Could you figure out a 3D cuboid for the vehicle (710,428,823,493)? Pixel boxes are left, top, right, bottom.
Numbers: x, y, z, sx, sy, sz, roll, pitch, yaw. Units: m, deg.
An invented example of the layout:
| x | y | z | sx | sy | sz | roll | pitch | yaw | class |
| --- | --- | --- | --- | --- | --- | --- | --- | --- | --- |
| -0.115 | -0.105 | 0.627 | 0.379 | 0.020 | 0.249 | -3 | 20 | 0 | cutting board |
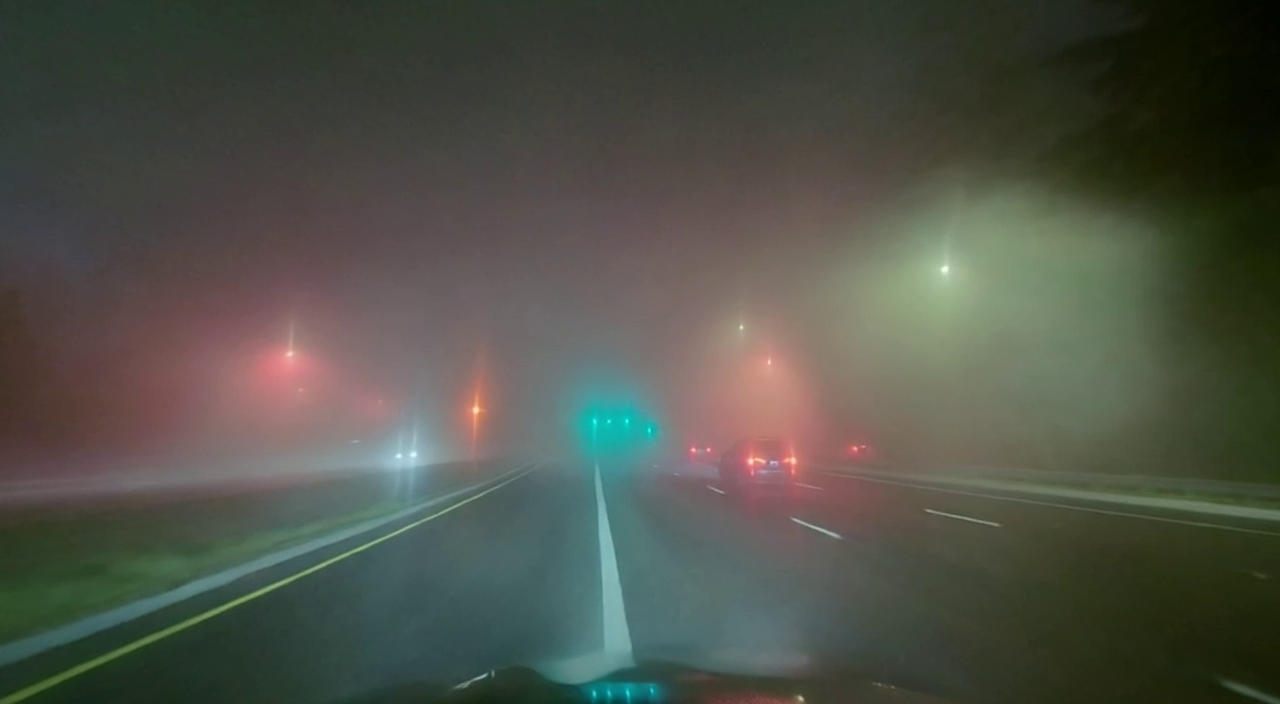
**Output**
| x | y | z | sx | sy | sz | roll | pitch | yaw | class |
| --- | --- | --- | --- | --- | --- | --- | --- | --- | --- |
| 3.568 | 3.175 | 18.833 | 2.066 | 1.683 | 4.675 | 0 | -8 | -5 | vehicle |
